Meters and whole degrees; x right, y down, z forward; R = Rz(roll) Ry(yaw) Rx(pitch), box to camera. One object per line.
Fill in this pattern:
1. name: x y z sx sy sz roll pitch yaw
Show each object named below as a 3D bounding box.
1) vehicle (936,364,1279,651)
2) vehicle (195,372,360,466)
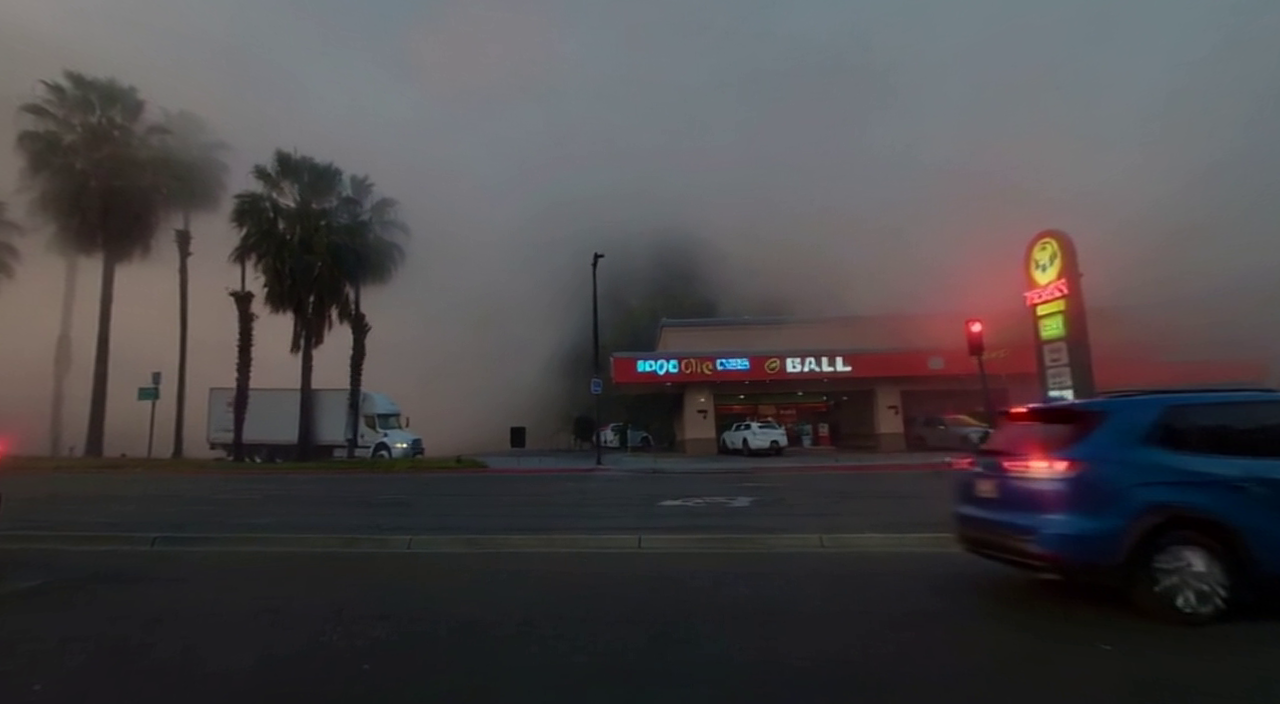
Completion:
1. vehicle: 5.133 1.085 4.960 4.493 1.728 2.137 0 -9 0
2. vehicle: -16.951 3.376 30.448 3.034 3.929 7.699 0 -9 2
